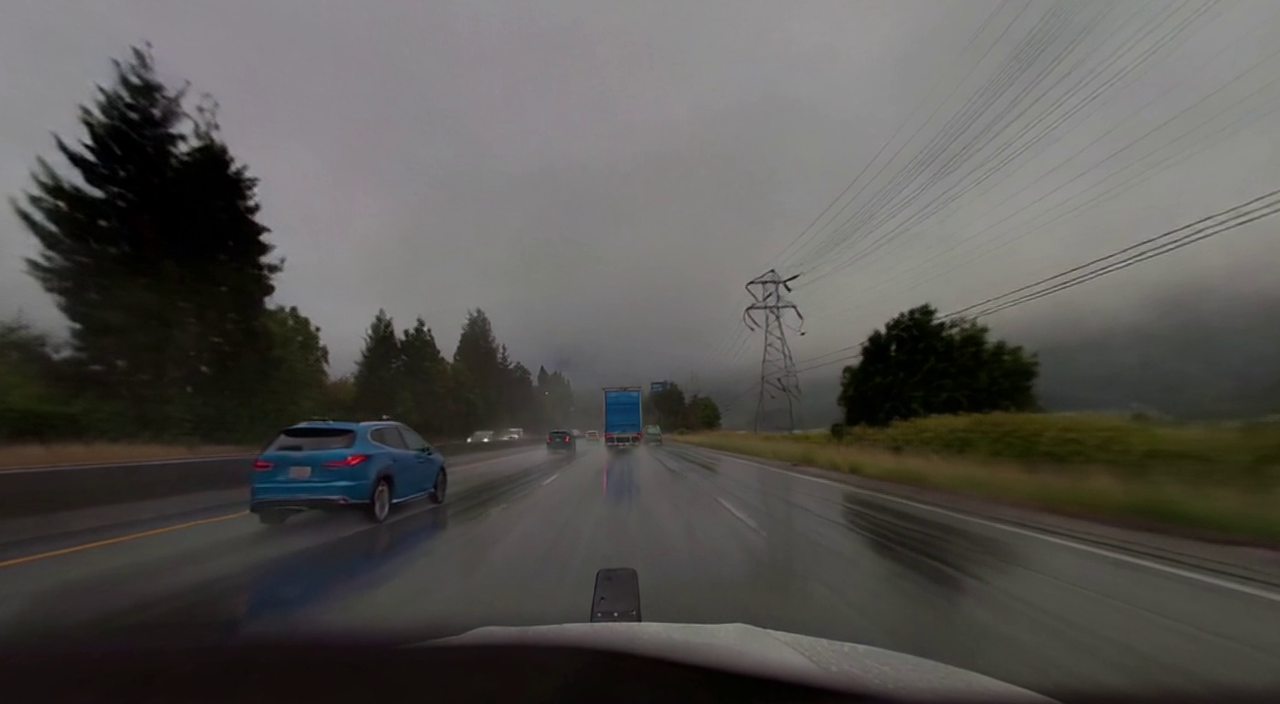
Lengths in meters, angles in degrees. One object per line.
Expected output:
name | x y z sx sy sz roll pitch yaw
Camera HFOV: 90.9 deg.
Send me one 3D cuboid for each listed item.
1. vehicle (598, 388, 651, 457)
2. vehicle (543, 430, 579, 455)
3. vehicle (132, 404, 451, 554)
vehicle | -1.019 4.572 39.980 2.955 3.851 9.915 0 -8 -2
vehicle | -5.219 6.050 42.131 1.934 1.549 4.194 0 -8 -2
vehicle | -4.472 1.673 9.150 2.117 1.618 4.480 0 -8 -1
